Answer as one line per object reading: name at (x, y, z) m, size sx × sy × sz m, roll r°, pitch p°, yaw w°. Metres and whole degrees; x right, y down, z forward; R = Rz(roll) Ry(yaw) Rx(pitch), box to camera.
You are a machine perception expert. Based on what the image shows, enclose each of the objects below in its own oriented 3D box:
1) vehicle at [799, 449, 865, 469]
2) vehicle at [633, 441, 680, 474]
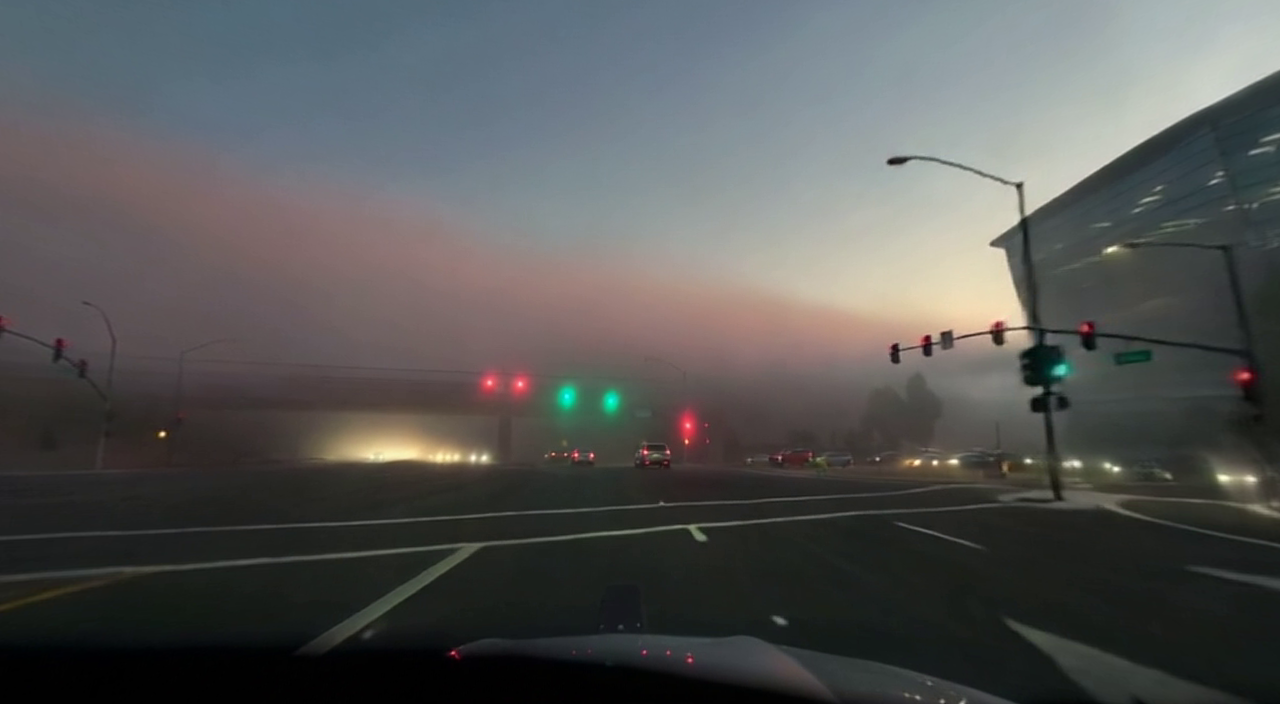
vehicle at (14.437, 7.990, 47.489) m, size 4.538 × 1.417 × 1.948 m, roll 4°, pitch -9°, yaw -26°
vehicle at (0.856, 5.896, 35.454) m, size 2.024 × 1.724 × 3.928 m, roll 1°, pitch -9°, yaw -7°
